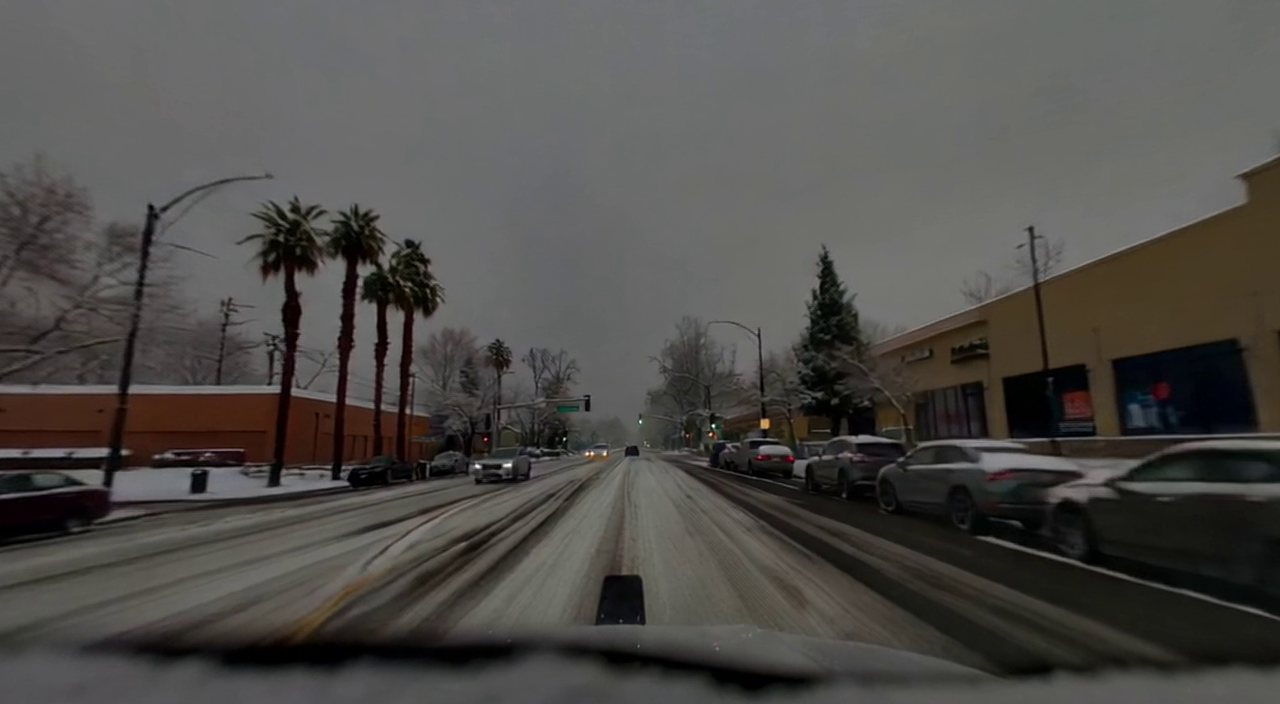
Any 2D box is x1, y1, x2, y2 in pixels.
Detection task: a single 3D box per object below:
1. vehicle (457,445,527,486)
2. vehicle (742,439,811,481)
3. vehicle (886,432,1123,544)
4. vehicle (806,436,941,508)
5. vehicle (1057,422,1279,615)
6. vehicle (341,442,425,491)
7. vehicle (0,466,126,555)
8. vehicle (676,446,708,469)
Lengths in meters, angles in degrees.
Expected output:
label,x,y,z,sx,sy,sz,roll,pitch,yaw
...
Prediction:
label,x,y,z,sx,sy,sz,roll,pitch,yaw
vehicle,-6.033,4.651,26.208,2.010,1.538,3.871,0,-8,-1
vehicle,6.606,5.266,31.254,2.128,1.887,5.602,0,-8,0
vehicle,6.608,2.465,12.213,1.846,1.739,4.525,0,-8,0
vehicle,6.492,3.352,18.253,1.966,1.790,4.646,0,-8,-2
vehicle,6.605,1.579,6.300,1.861,1.695,4.283,0,-8,-1
vehicle,-12.479,5.712,31.070,2.217,1.976,4.738,-1,-15,-2
vehicle,-12.592,3.024,12.081,1.838,1.515,4.432,0,-8,-1
vehicle,3.487,7.112,42.846,1.896,1.501,3.625,0,-8,1
